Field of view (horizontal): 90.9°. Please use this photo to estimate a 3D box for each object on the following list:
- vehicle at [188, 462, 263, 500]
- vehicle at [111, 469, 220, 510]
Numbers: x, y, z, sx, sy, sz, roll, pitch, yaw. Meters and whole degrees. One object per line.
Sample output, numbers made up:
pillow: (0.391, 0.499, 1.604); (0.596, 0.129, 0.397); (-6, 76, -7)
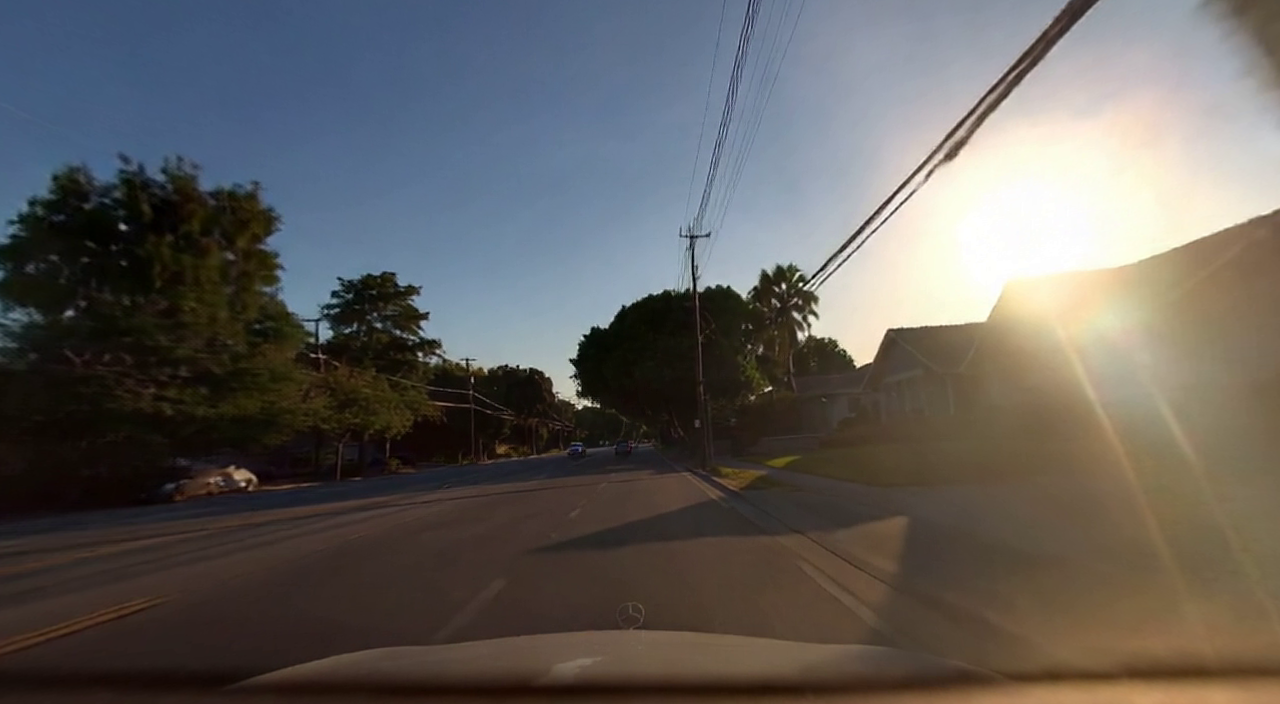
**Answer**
vehicle: (-22.273, 6.882, 34.074); (1.891, 1.703, 4.976); (2, -9, -16)
vehicle: (-21.086, 6.089, 28.272); (1.854, 1.504, 4.436); (1, -9, -7)
